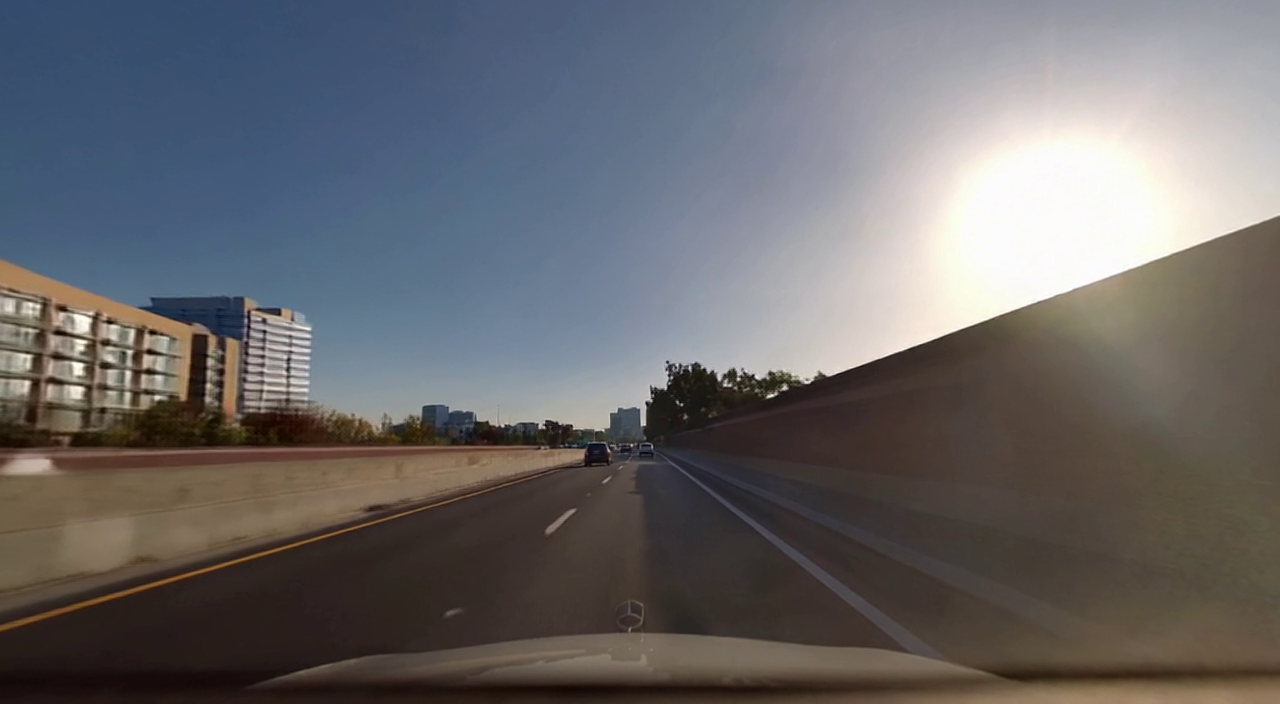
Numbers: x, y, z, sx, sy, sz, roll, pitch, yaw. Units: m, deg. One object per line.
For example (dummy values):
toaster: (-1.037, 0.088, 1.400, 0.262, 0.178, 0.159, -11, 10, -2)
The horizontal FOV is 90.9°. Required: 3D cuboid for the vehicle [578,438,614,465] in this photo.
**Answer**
vehicle: (-3.082, 7.138, 45.426, 2.159, 1.793, 5.027, -1, -8, 1)
